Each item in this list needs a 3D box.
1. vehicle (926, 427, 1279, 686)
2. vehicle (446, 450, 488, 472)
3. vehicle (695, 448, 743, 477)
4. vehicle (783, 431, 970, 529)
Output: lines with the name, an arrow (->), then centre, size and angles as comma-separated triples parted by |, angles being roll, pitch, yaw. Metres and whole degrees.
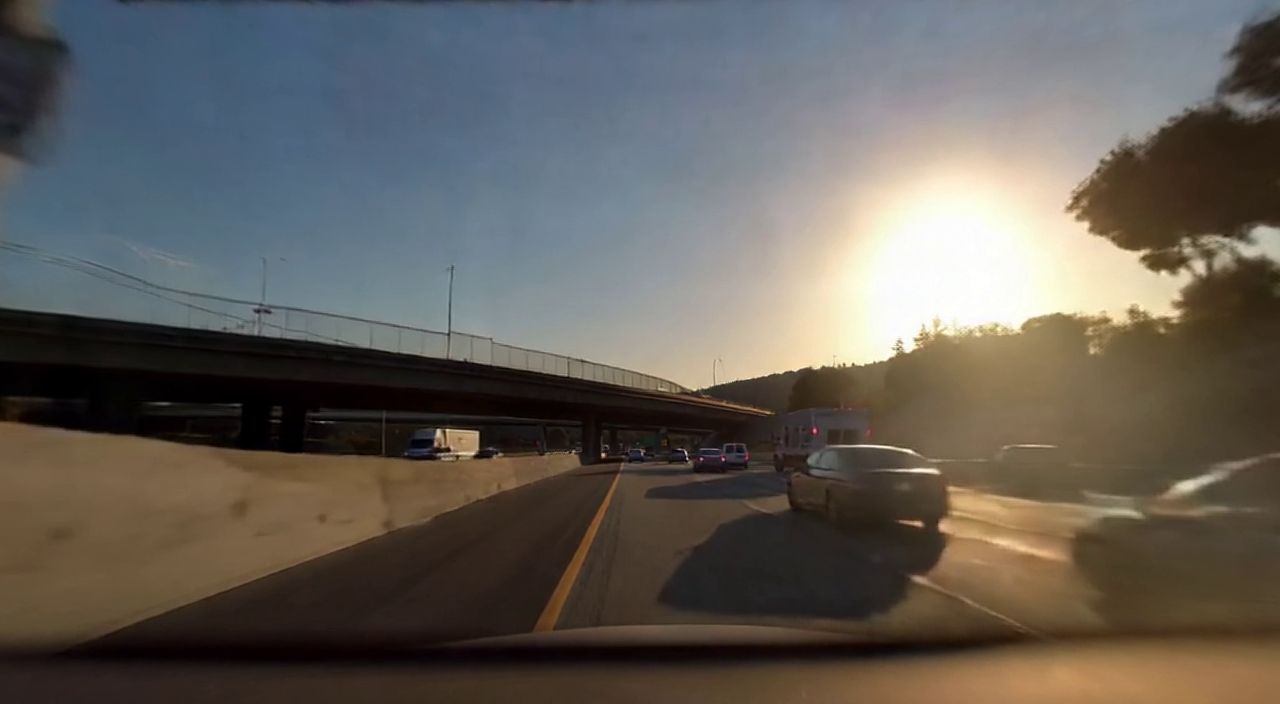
vehicle -> 4.628, 1.481, 5.635 | 1.927, 1.489, 4.478 | 0, -9, -2
vehicle -> -13.333, 8.404, 48.993 | 1.971, 1.612, 4.481 | 0, -9, -1
vehicle -> 4.245, 6.025, 34.622 | 1.971, 1.453, 4.414 | 0, -9, -2
vehicle -> 4.668, 2.577, 13.374 | 2.084, 1.698, 4.489 | 0, -9, -2
